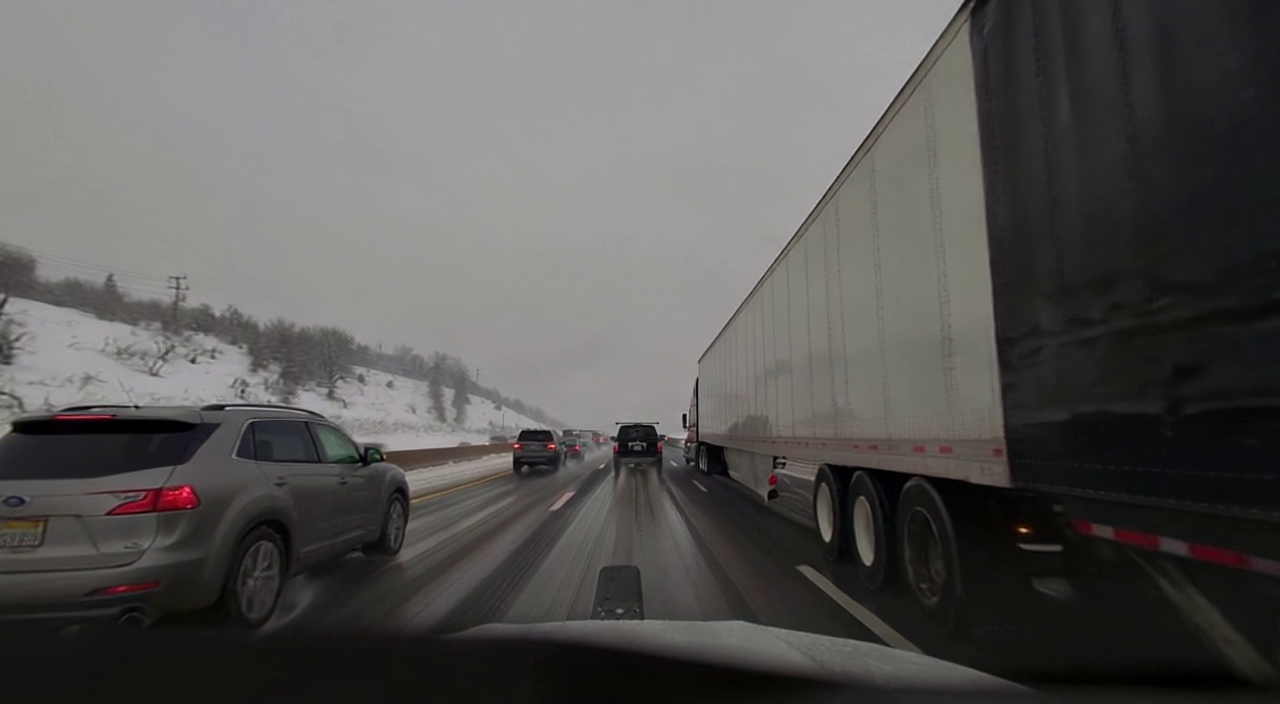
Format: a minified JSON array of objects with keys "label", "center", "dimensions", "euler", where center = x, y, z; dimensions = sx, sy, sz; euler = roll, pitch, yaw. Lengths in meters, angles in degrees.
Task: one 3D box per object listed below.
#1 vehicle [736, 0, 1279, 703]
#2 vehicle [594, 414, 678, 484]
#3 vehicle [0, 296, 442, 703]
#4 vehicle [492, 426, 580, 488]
[{"label":"vehicle","center":[3.596,0.105,5.939],"dimensions":[2.852,4.121,16.210],"euler":[0,-8,0]},{"label":"vehicle","center":[-0.143,3.551,23.183],"dimensions":[2.704,2.216,5.804],"euler":[0,-8,0]},{"label":"vehicle","center":[-3.306,1.055,4.447],"dimensions":[2.193,1.803,4.958],"euler":[0,-8,0]},{"label":"vehicle","center":[-3.315,3.477,21.088],"dimensions":[2.120,1.812,4.659],"euler":[0,-8,1]}]
